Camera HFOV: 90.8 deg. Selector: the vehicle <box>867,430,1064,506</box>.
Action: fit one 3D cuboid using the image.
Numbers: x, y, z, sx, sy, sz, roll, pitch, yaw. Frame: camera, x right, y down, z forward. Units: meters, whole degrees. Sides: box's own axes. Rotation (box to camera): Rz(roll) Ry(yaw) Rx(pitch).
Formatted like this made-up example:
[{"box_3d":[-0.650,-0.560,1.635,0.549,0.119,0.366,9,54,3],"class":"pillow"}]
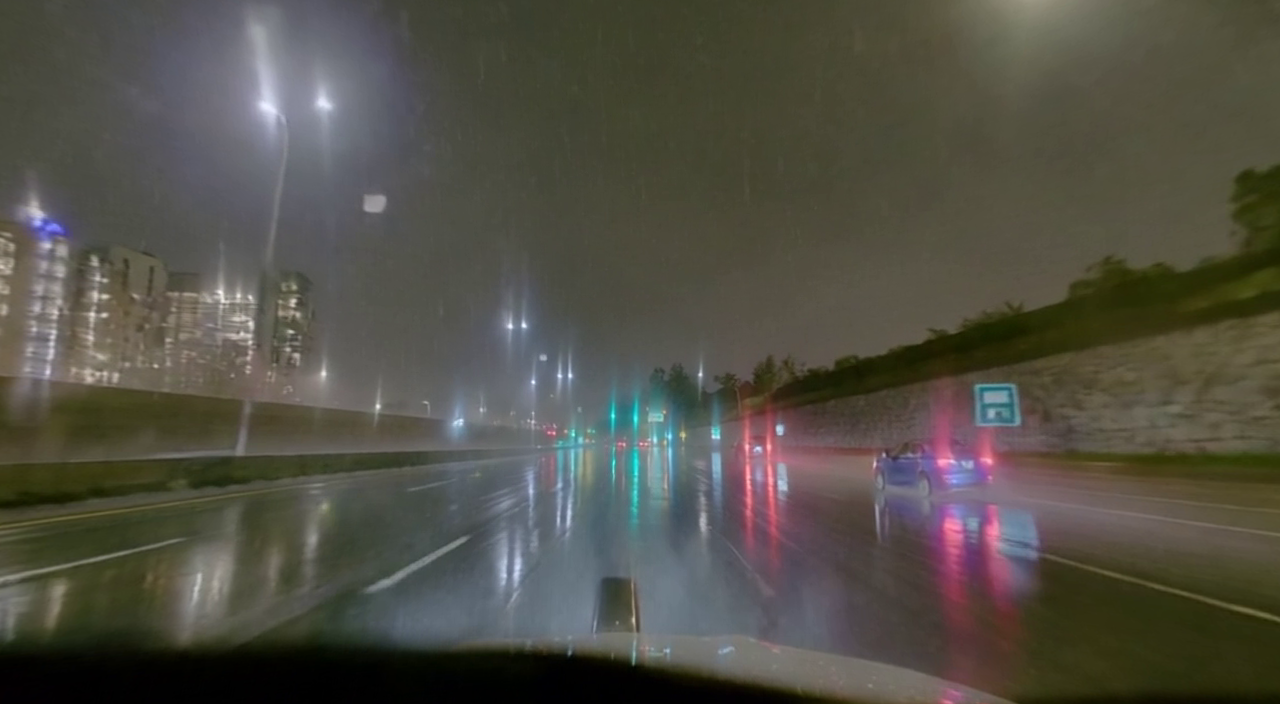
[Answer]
[{"box_3d":[8.026,2.904,16.372,2.165,1.636,5.175,1,-8,-3],"class":"vehicle"}]
